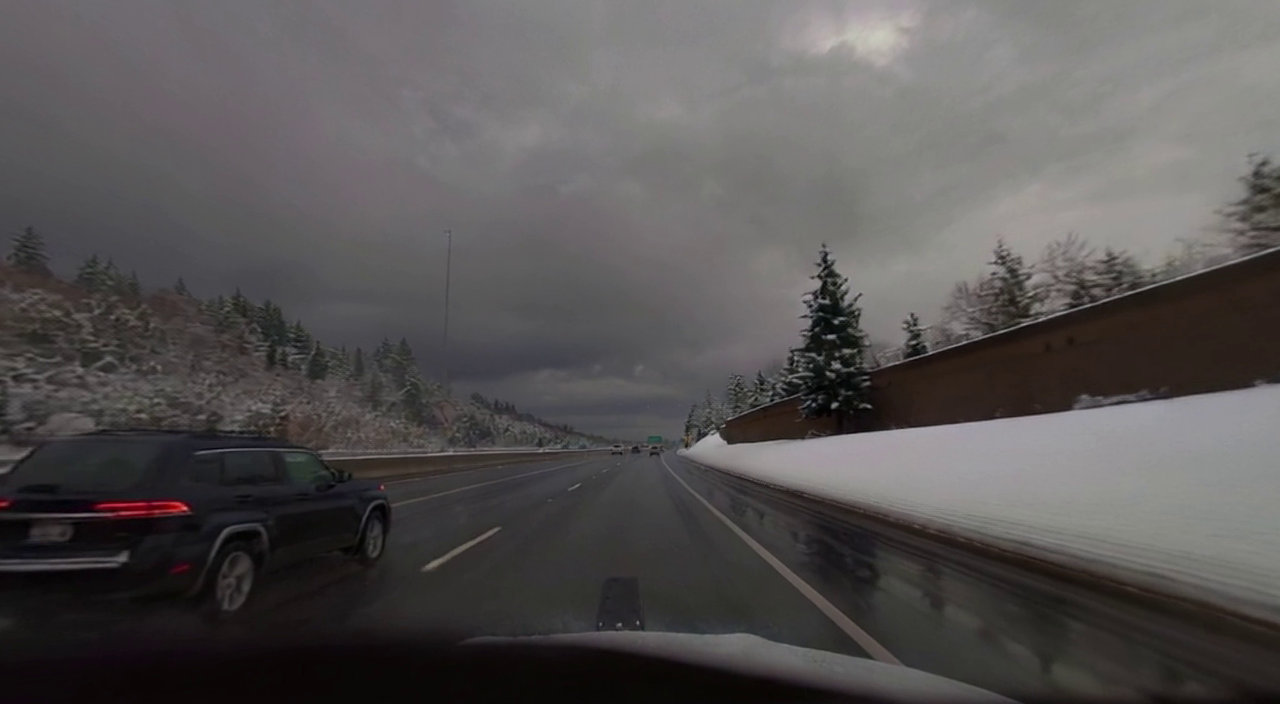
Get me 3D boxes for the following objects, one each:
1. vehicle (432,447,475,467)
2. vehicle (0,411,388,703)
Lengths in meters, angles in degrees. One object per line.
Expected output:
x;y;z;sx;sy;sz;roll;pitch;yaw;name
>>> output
-14.653;8.291;49.875;1.920;1.485;4.442;0;-9;2;vehicle
-3.721;1.332;5.023;1.991;1.507;3.391;0;-9;0;vehicle
